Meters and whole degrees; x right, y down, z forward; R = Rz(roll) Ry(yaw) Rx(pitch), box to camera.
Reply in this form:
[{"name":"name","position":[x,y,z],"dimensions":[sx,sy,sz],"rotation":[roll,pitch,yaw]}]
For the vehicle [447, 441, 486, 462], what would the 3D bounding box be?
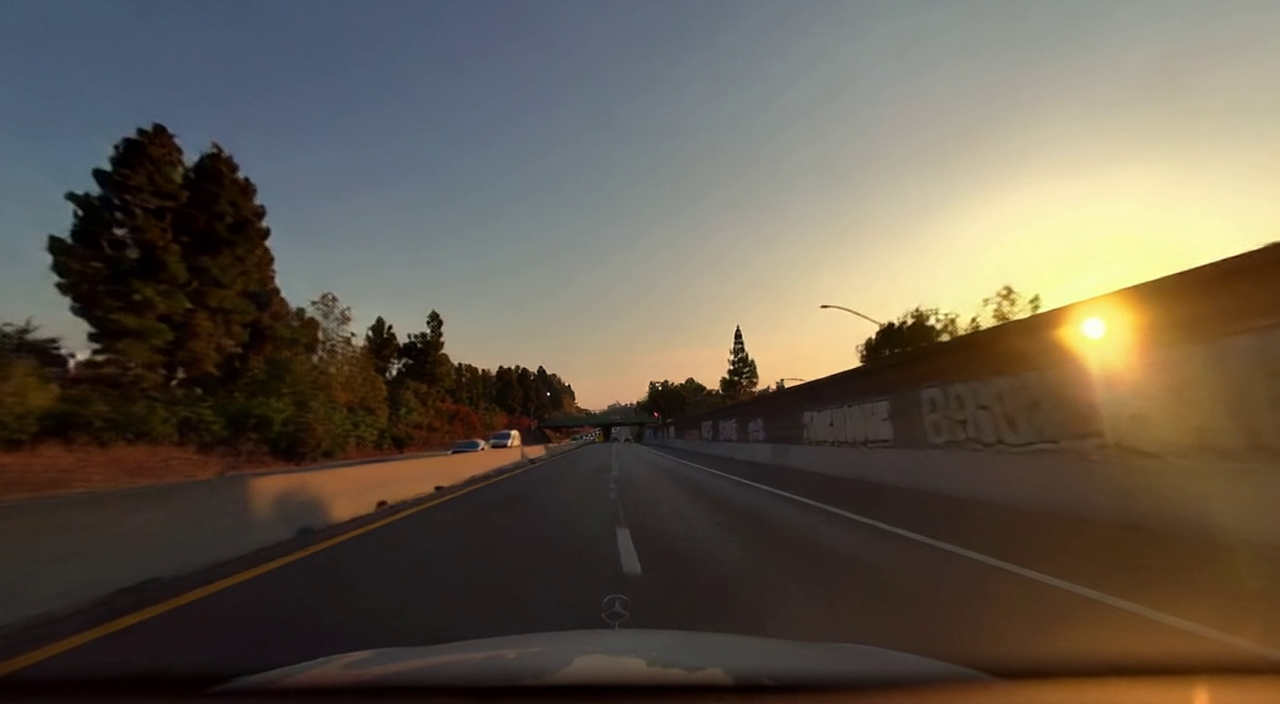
[{"name":"vehicle","position":[-12.837,7.353,46.811],"dimensions":[1.843,1.466,4.582],"rotation":[0,-8,-3]}]
